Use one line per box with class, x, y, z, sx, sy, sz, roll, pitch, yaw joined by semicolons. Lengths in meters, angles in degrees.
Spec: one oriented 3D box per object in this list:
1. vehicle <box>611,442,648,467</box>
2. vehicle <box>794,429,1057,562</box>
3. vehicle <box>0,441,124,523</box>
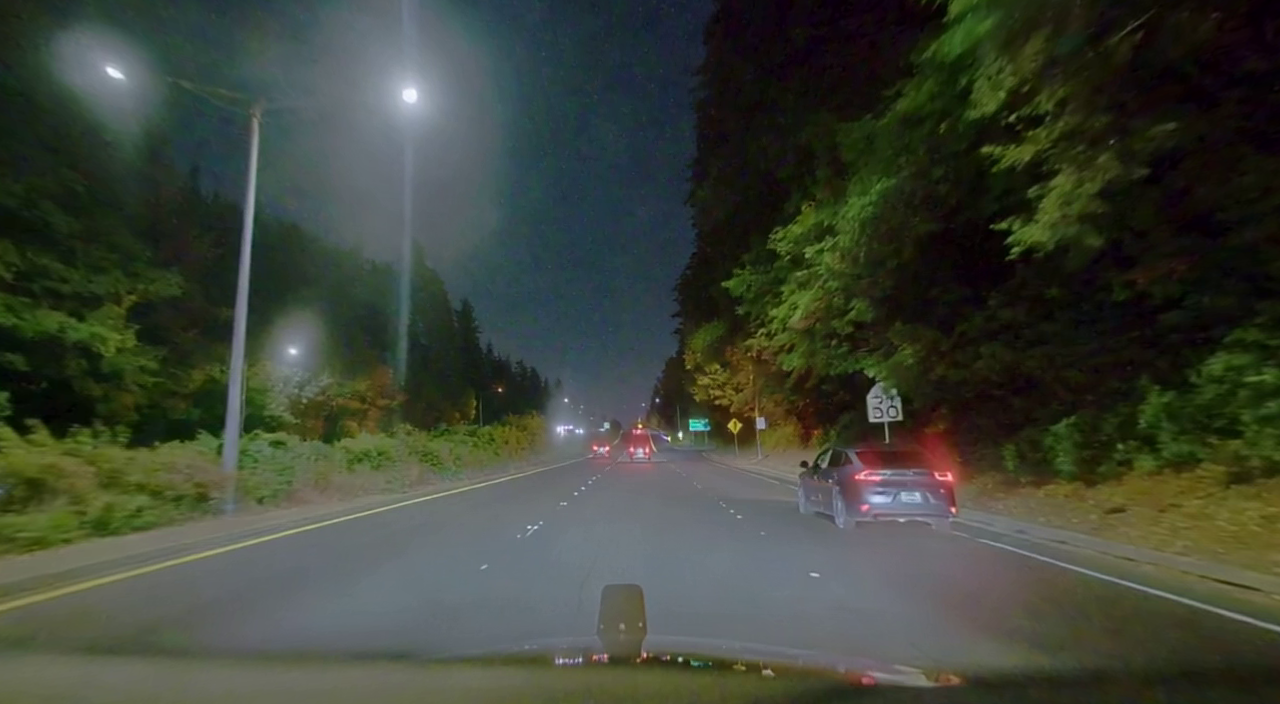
vehicle;-0.620;6.696;41.209;2.095;1.548;4.264;-1;-8;3
vehicle;3.850;1.993;9.493;1.913;1.516;4.322;0;-8;0
vehicle;-14.422;2.846;13.935;2.010;1.688;4.514;0;-8;0
